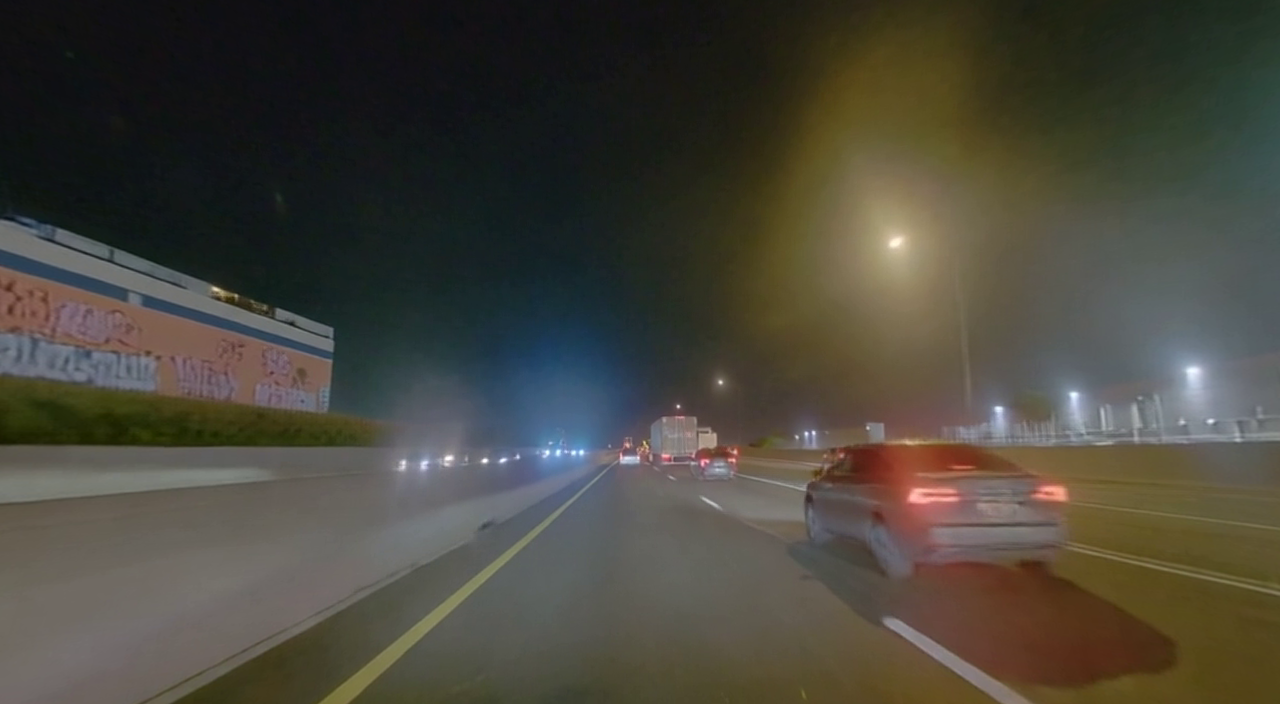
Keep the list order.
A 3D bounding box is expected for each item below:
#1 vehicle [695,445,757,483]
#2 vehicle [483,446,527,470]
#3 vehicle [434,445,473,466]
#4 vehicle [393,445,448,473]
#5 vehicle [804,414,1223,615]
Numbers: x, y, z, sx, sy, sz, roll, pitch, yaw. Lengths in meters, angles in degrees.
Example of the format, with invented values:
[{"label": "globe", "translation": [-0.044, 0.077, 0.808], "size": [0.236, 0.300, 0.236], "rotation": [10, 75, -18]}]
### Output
[{"label": "vehicle", "translation": [3.797, 5.041, 28.520], "size": [2.085, 1.588, 4.436], "rotation": [0, -9, -2]}, {"label": "vehicle", "translation": [-8.775, 6.951, 41.178], "size": [1.895, 1.483, 4.494], "rotation": [0, -9, 0]}, {"label": "vehicle", "translation": [-14.790, 8.220, 49.831], "size": [1.945, 1.594, 4.017], "rotation": [0, -9, -1]}, {"label": "vehicle", "translation": [-12.593, 6.165, 36.205], "size": [1.806, 1.481, 3.966], "rotation": [0, -9, 0]}, {"label": "vehicle", "translation": [3.643, 1.672, 7.471], "size": [2.045, 1.605, 4.674], "rotation": [0, -9, -1]}]
